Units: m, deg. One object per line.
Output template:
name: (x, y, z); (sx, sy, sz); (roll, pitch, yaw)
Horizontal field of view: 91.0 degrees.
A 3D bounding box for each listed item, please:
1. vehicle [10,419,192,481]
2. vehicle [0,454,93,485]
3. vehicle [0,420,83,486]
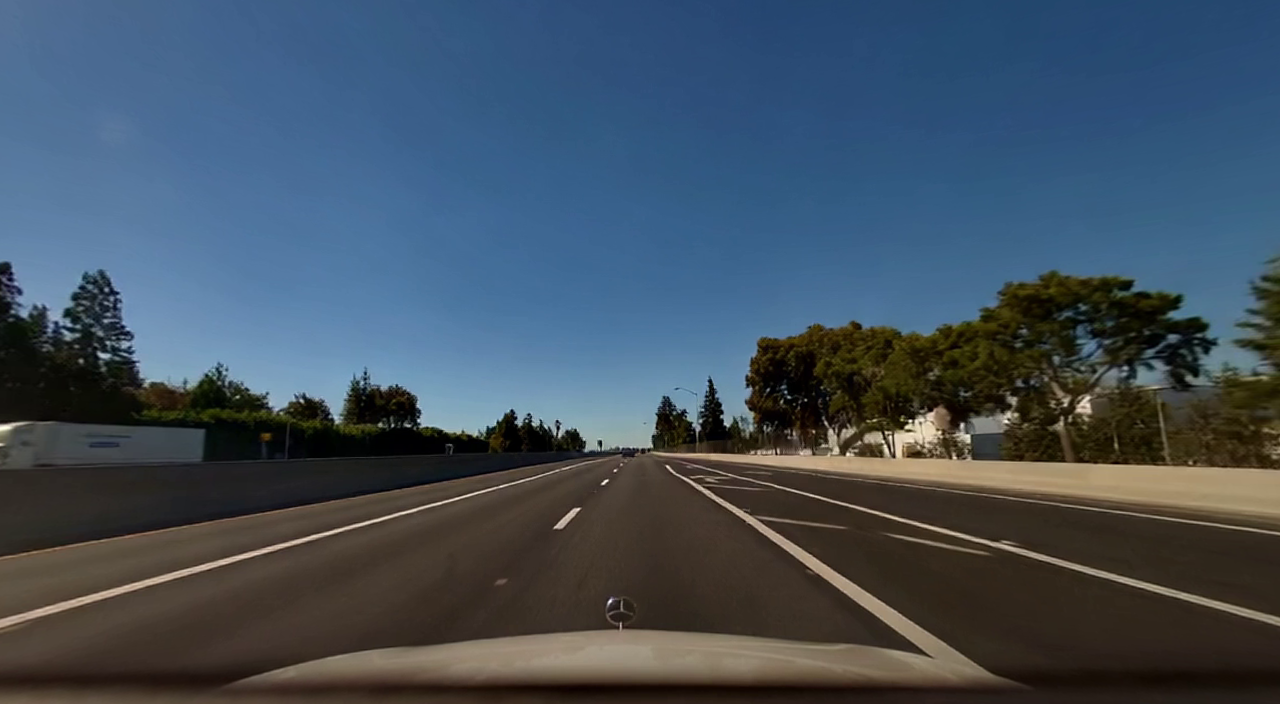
vehicle: (-39.483, 7.334, 47.179); (2.918, 4.003, 12.072); (0, -9, 0)
vehicle: (-35.130, 6.869, 37.048); (1.862, 1.620, 4.443); (0, -9, 1)
vehicle: (-39.493, 6.345, 39.784); (2.934, 3.871, 5.987); (0, -9, -1)
